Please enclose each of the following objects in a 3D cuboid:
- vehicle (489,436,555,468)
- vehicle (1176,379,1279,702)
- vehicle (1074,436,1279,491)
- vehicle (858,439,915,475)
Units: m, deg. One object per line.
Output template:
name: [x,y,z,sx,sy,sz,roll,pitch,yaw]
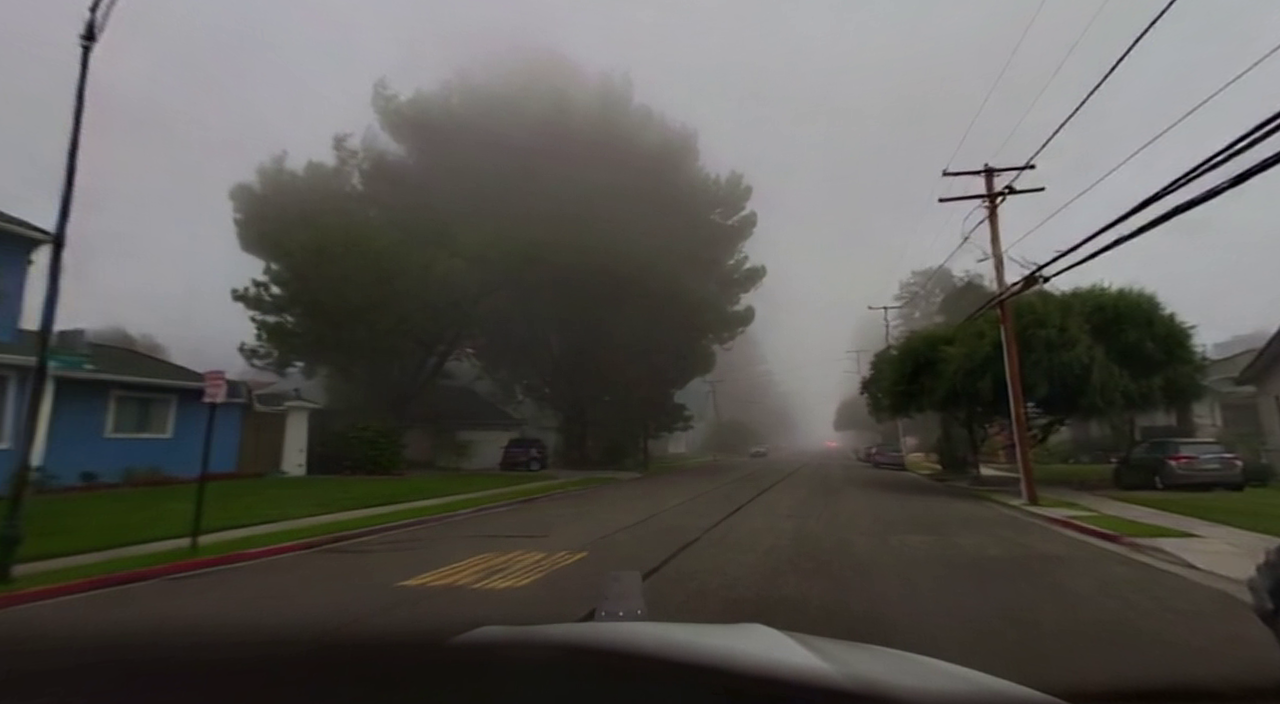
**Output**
vehicle: [-7.157,6.176,38.985,2.034,1.829,5.161,-3,-10,14]
vehicle: [4.064,0.793,1.795,2.067,1.747,4.522,-3,-9,16]
vehicle: [15.980,3.268,18.727,4.625,1.501,2.011,-3,-9,16]
vehicle: [13.685,5.817,35.403,2.114,1.858,5.144,-2,-9,12]
